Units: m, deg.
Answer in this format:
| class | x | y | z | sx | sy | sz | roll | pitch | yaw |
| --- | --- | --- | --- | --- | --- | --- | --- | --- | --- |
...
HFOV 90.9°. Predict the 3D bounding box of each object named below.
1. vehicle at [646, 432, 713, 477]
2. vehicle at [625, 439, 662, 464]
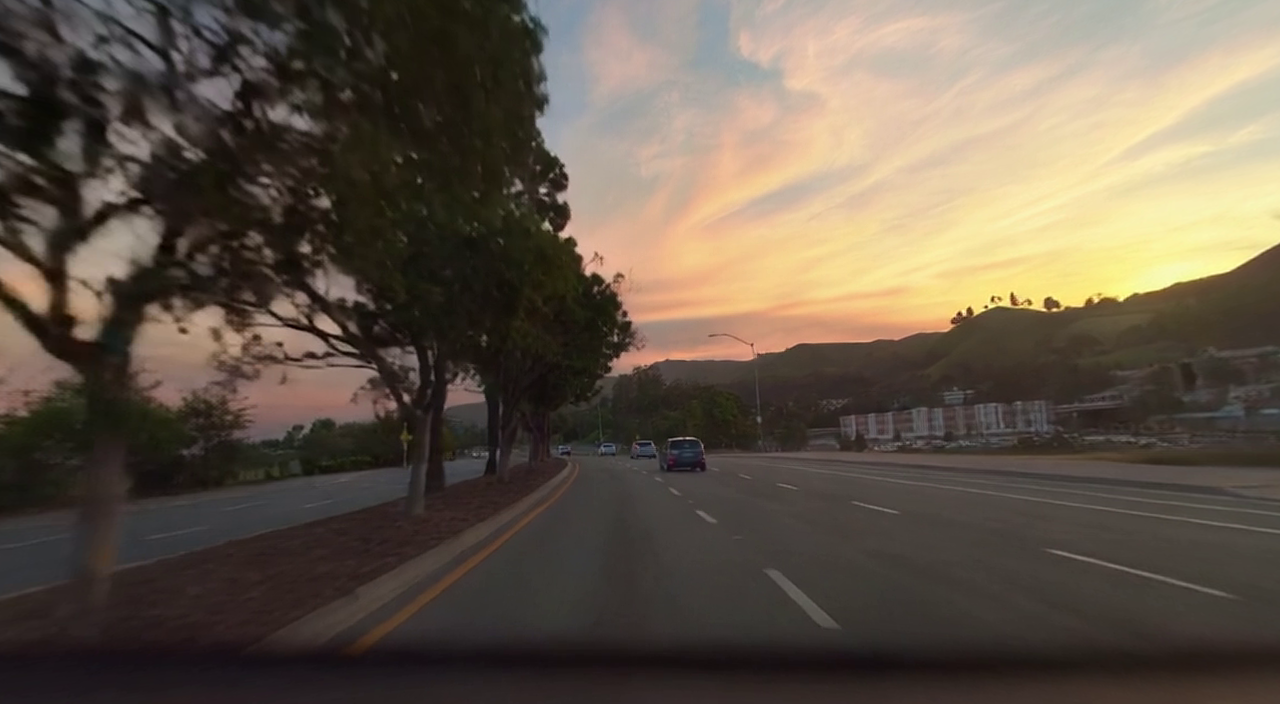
| class | x | y | z | sx | sy | sz | roll | pitch | yaw |
| --- | --- | --- | --- | --- | --- | --- | --- | --- | --- |
| vehicle | 1.617 | 4.441 | 27.436 | 2.253 | 1.756 | 4.313 | 0 | -9 | -5 |
| vehicle | 0.215 | 7.577 | 48.285 | 2.210 | 1.788 | 4.293 | 1 | -9 | -8 |
